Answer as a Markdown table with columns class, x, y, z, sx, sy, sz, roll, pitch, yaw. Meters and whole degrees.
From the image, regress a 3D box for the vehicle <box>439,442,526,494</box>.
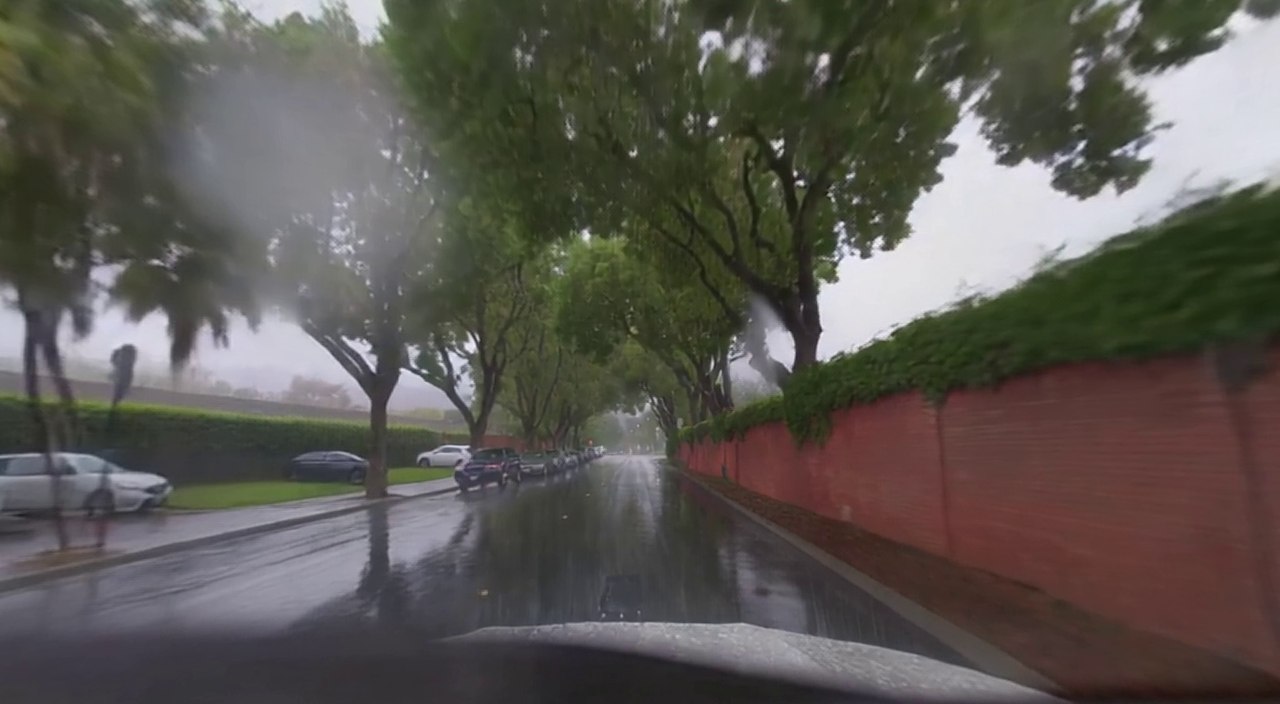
| class | x | y | z | sx | sy | sz | roll | pitch | yaw |
| --- | --- | --- | --- | --- | --- | --- | --- | --- | --- |
| vehicle | -6.247 | 4.629 | 25.863 | 2.109 | 1.847 | 5.553 | 0 | -8 | 0 |

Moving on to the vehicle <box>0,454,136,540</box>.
| class | x | y | z | sx | sy | sz | roll | pitch | yaw |
| --- | --- | --- | --- | --- | --- | --- | --- | --- | --- |
| vehicle | -13.481 | 2.970 | 13.301 | 3.947 | 1.584 | 2.016 | 1 | -9 | 1 |

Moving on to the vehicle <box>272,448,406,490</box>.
| class | x | y | z | sx | sy | sz | roll | pitch | yaw |
| --- | --- | --- | --- | --- | --- | --- | --- | --- | --- |
| vehicle | -13.524 | 5.253 | 28.577 | 4.991 | 1.692 | 1.960 | 1 | -8 | 1 |
